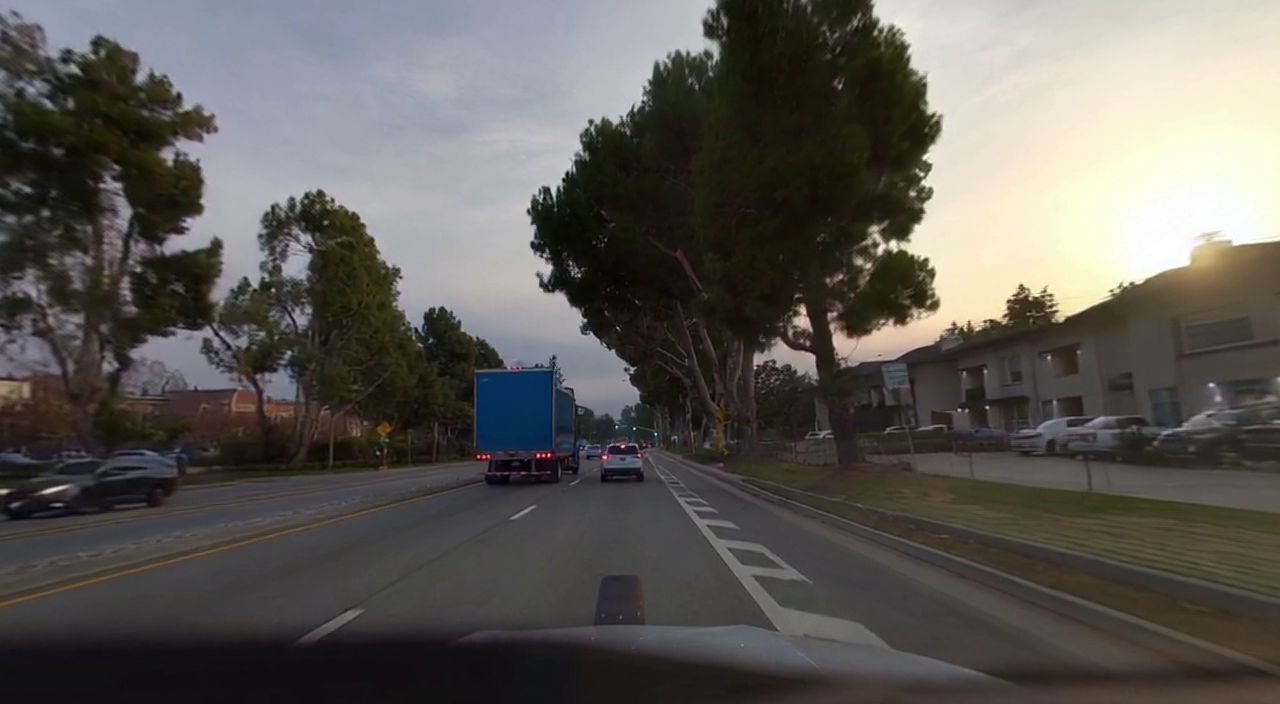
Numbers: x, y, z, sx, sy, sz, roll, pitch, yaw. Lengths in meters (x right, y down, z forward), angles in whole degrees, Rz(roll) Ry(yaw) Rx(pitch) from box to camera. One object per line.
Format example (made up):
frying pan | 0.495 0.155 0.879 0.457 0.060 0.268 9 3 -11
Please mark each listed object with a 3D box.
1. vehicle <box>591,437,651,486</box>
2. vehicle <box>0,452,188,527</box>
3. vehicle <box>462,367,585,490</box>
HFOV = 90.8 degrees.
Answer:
vehicle | -0.663 4.101 23.984 2.094 1.682 3.866 0 -9 0
vehicle | -13.969 3.325 15.847 1.993 1.568 4.645 -1 -9 -3
vehicle | -4.131 3.180 25.254 2.996 3.902 10.410 0 -9 0
